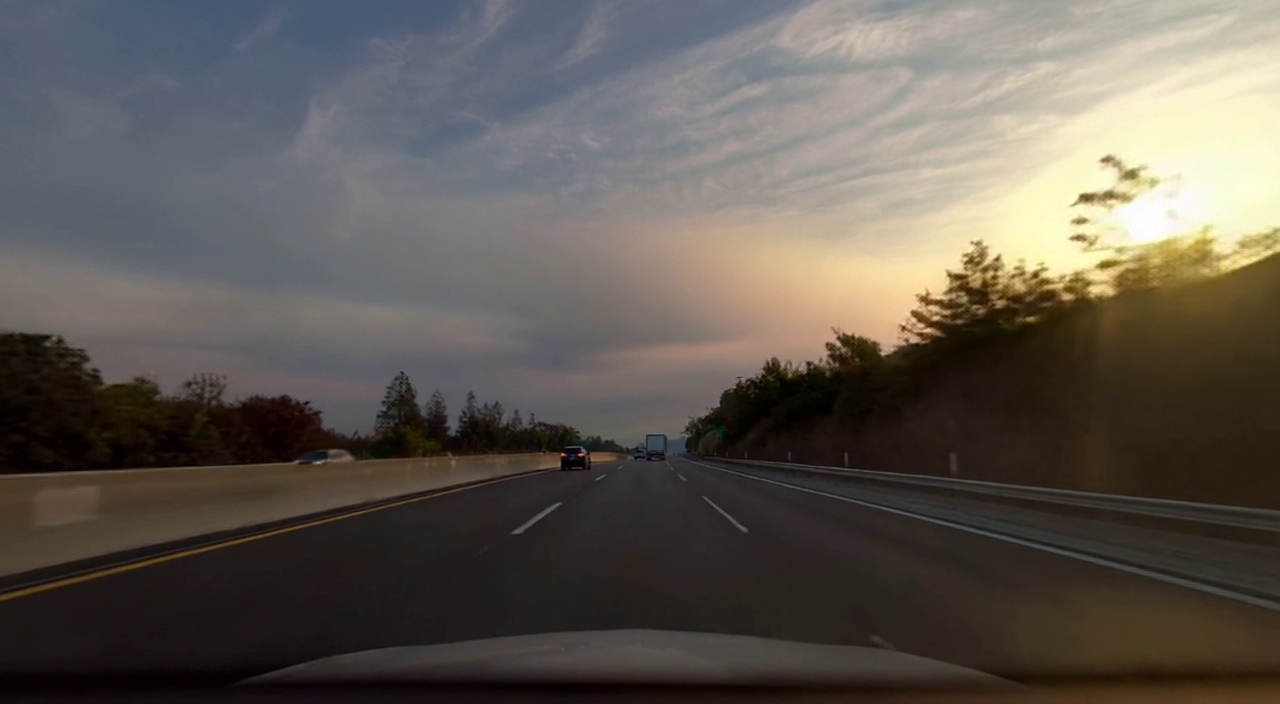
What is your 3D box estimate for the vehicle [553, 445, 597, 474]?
[{"bbox_3d":[-3.832,6.373,37.674,2.035,1.595,4.022,0,-9,2],"label":"vehicle"}]
